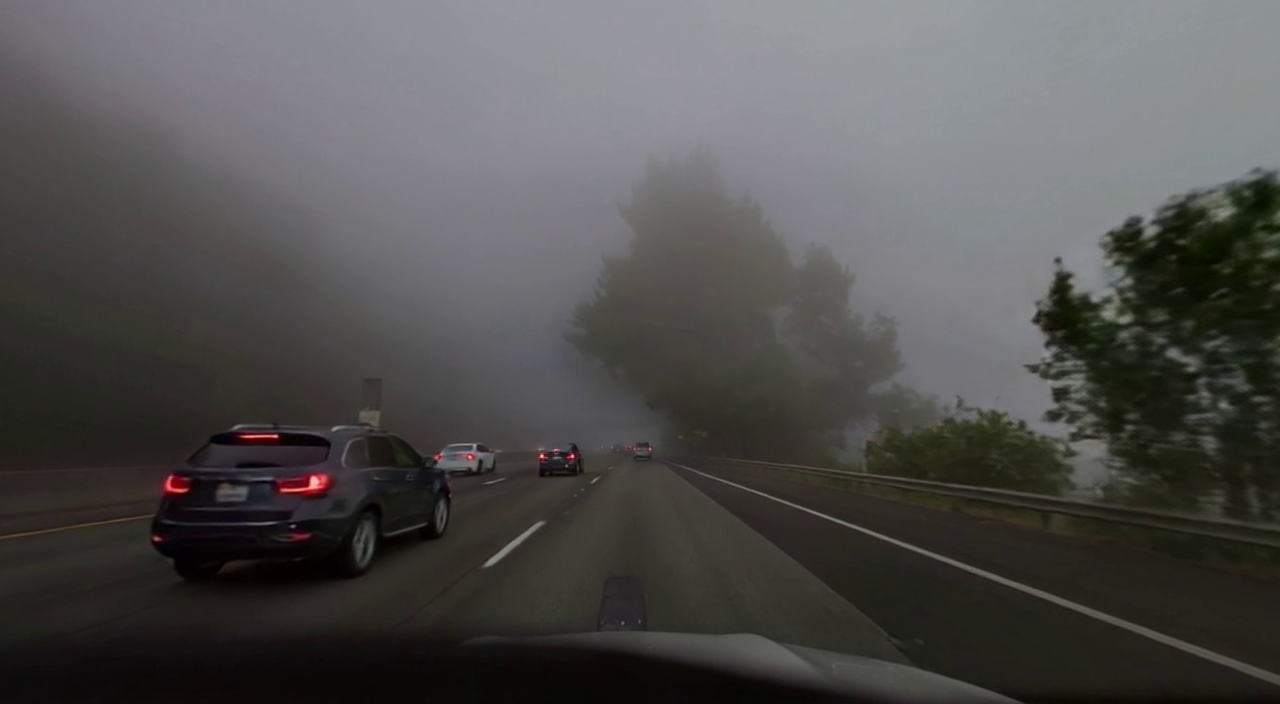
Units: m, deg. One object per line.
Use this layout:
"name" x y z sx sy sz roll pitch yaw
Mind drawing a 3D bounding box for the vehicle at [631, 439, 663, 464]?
"vehicle" 0.478 7.472 47.368 2.285 1.797 4.478 0 -8 0

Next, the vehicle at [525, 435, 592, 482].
"vehicle" -3.146 4.201 25.069 2.056 1.679 4.204 0 -8 1

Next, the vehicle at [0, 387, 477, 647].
"vehicle" -3.488 1.444 6.696 2.040 1.672 5.122 0 -8 1
